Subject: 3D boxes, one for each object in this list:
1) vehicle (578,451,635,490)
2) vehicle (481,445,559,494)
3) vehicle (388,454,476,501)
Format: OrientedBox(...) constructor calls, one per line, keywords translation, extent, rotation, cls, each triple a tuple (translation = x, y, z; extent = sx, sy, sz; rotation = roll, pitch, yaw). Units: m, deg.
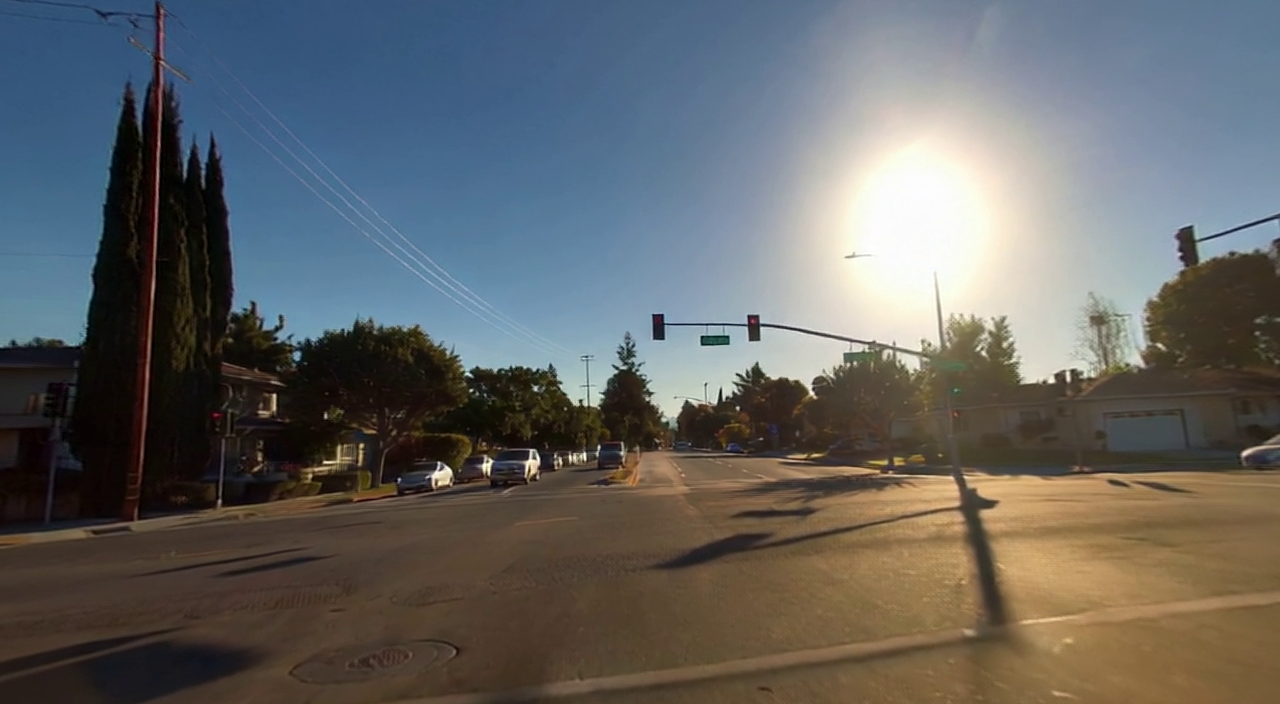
OrientedBox(translation=(-1.363, 5.139, 27.815), extent=(2.174, 1.477, 4.805), rotation=(-1, -9, 1), cls="vehicle")
OrientedBox(translation=(-5.322, 5.282, 28.883), extent=(2.479, 1.977, 5.254), rotation=(-1, -9, 1), cls="vehicle")
OrientedBox(translation=(-9.115, 5.508, 28.183), extent=(2.241, 1.819, 4.690), rotation=(-1, -9, 1), cls="vehicle")
